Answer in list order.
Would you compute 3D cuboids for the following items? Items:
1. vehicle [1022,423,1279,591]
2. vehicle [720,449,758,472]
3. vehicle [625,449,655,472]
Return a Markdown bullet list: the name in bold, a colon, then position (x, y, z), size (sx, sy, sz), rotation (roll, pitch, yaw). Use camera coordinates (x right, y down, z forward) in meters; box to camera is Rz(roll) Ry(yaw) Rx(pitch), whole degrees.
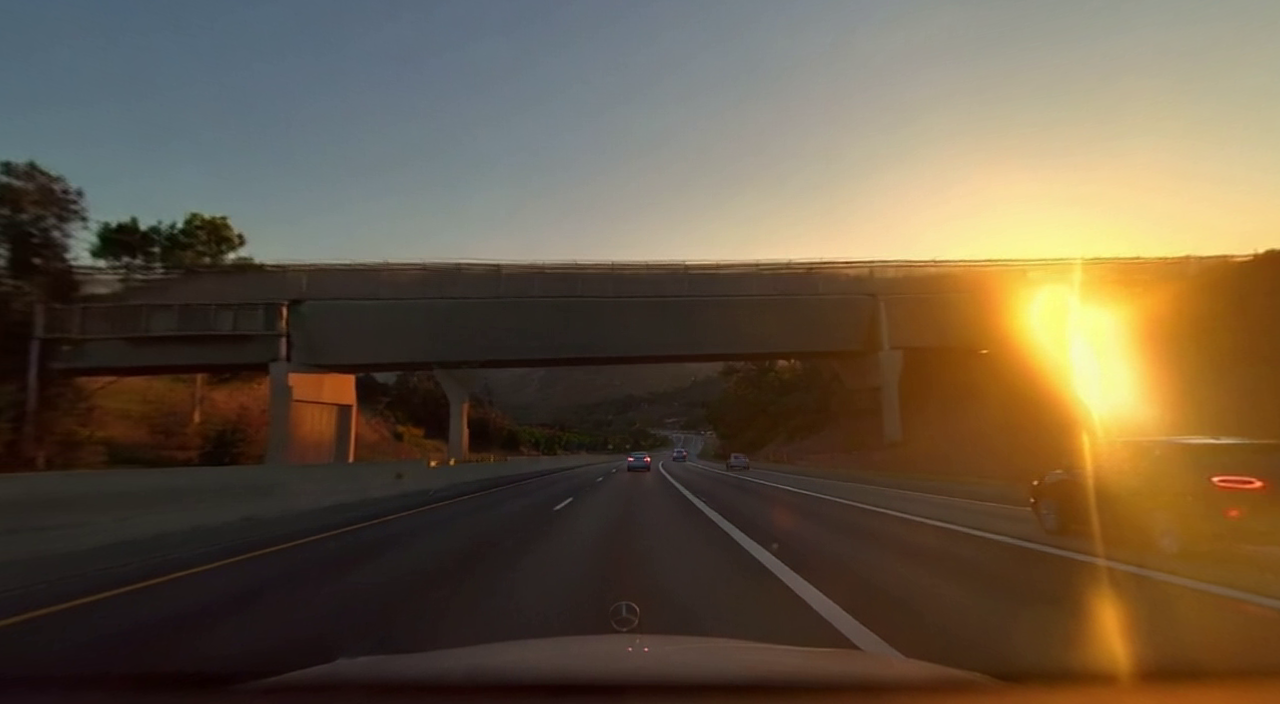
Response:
- **vehicle**: position (6.895, 1.649, 7.236), size (2.008, 1.533, 4.592), rotation (0, -9, -1)
- **vehicle**: position (6.786, 7.435, 43.276), size (1.941, 1.485, 3.701), rotation (0, -9, -1)
- **vehicle**: position (-0.014, 7.783, 45.091), size (2.025, 1.526, 4.181), rotation (0, -9, 0)
